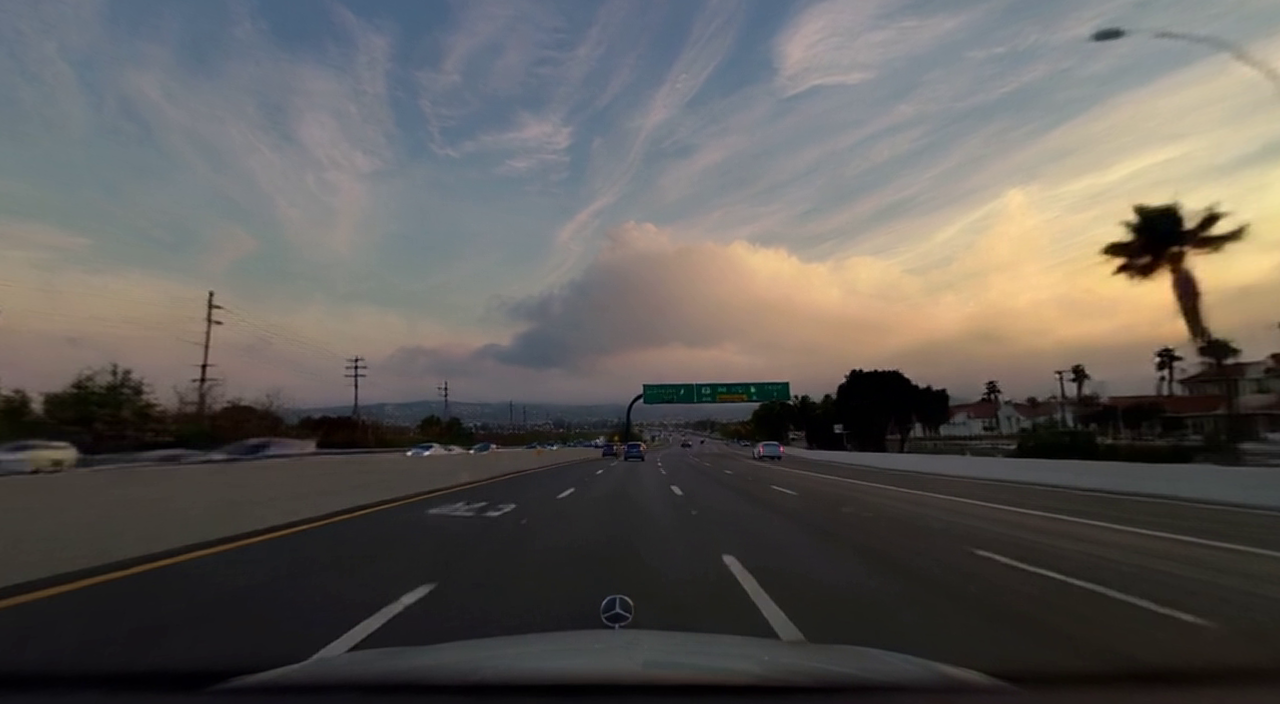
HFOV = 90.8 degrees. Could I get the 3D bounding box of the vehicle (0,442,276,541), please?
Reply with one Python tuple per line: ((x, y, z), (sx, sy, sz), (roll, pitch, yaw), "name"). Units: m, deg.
((-9.232, 2.479, 11.999), (1.975, 1.495, 4.510), (0, -9, 0), "vehicle")
